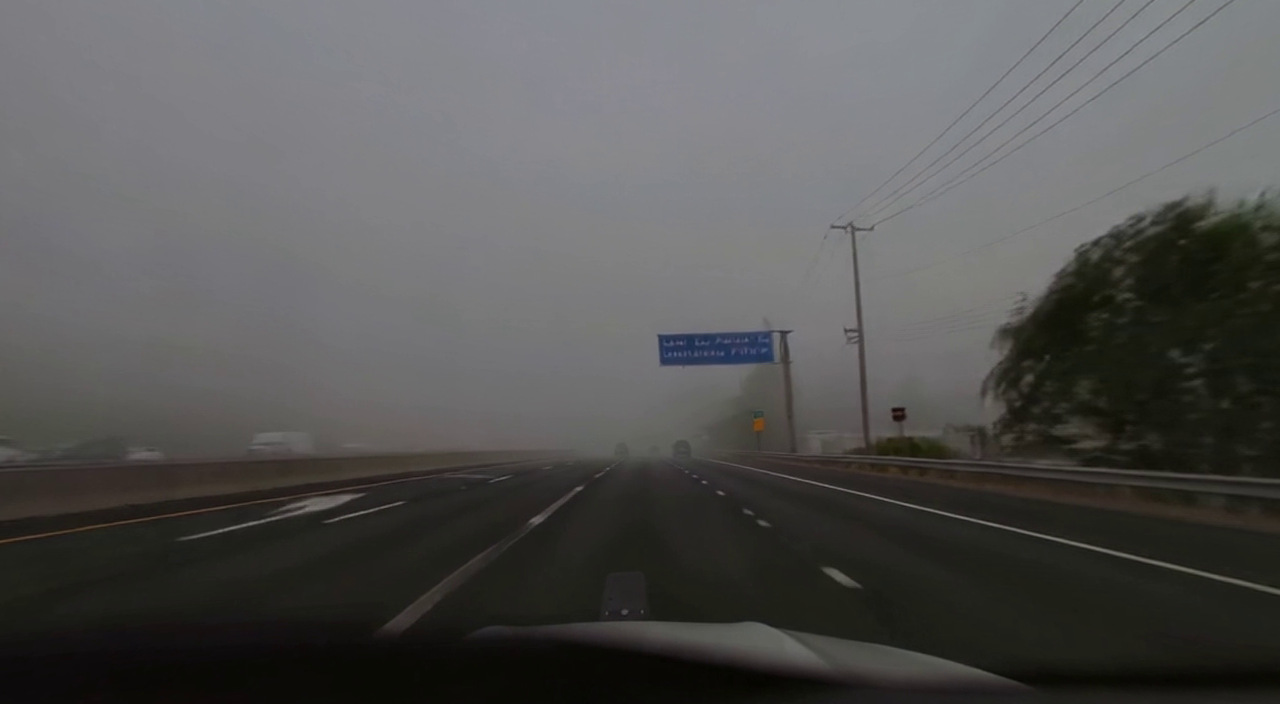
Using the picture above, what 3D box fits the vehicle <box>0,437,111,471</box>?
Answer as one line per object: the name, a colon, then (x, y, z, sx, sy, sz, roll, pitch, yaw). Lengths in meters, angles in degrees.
vehicle: (-30.482, 5.276, 32.849, 1.842, 1.653, 4.523, 0, -8, 0)
